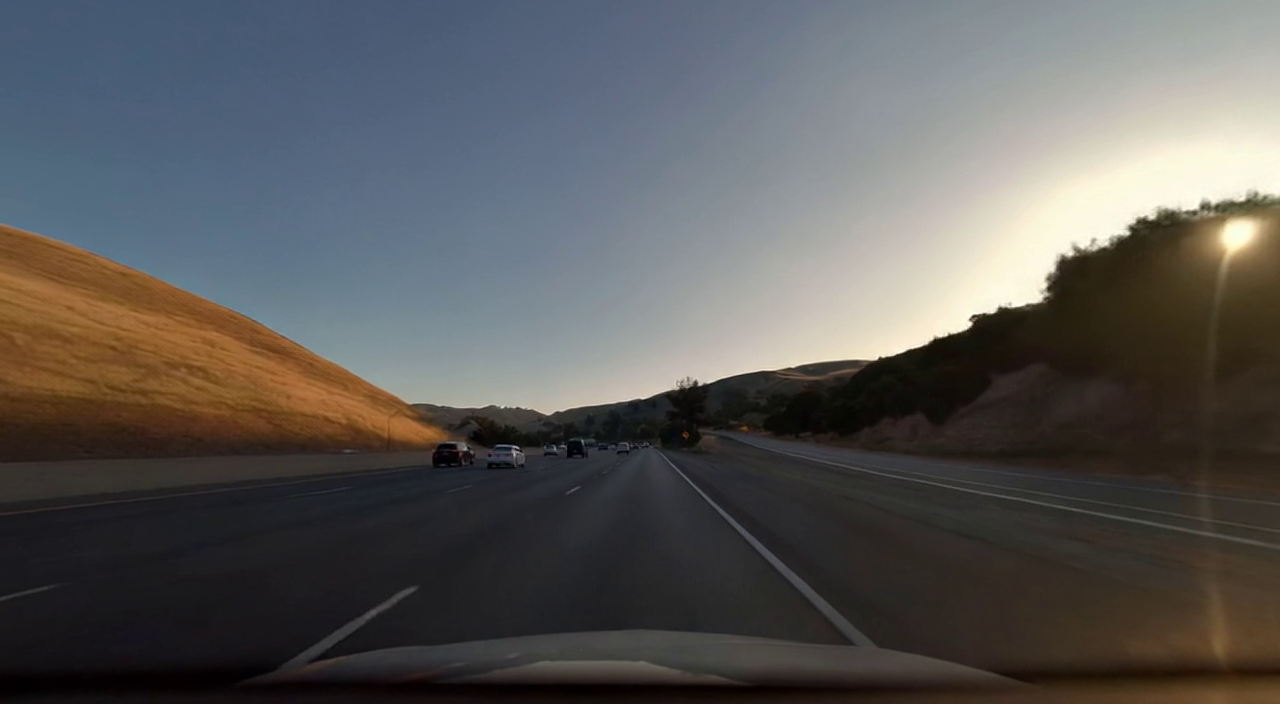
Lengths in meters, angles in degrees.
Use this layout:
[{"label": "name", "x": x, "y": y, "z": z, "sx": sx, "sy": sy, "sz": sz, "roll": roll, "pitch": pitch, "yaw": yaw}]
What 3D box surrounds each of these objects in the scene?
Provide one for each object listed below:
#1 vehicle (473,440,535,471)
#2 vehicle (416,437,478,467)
[{"label": "vehicle", "x": -7.000, "y": 5.366, "z": 32.988, "sx": 2.107, "sy": 1.484, "sz": 4.449, "roll": 0, "pitch": -9, "yaw": 2}, {"label": "vehicle", "x": -11.271, "y": 5.857, "z": 37.155, "sx": 2.020, "sy": 1.645, "sz": 4.629, "roll": 0, "pitch": -9, "yaw": 2}]
